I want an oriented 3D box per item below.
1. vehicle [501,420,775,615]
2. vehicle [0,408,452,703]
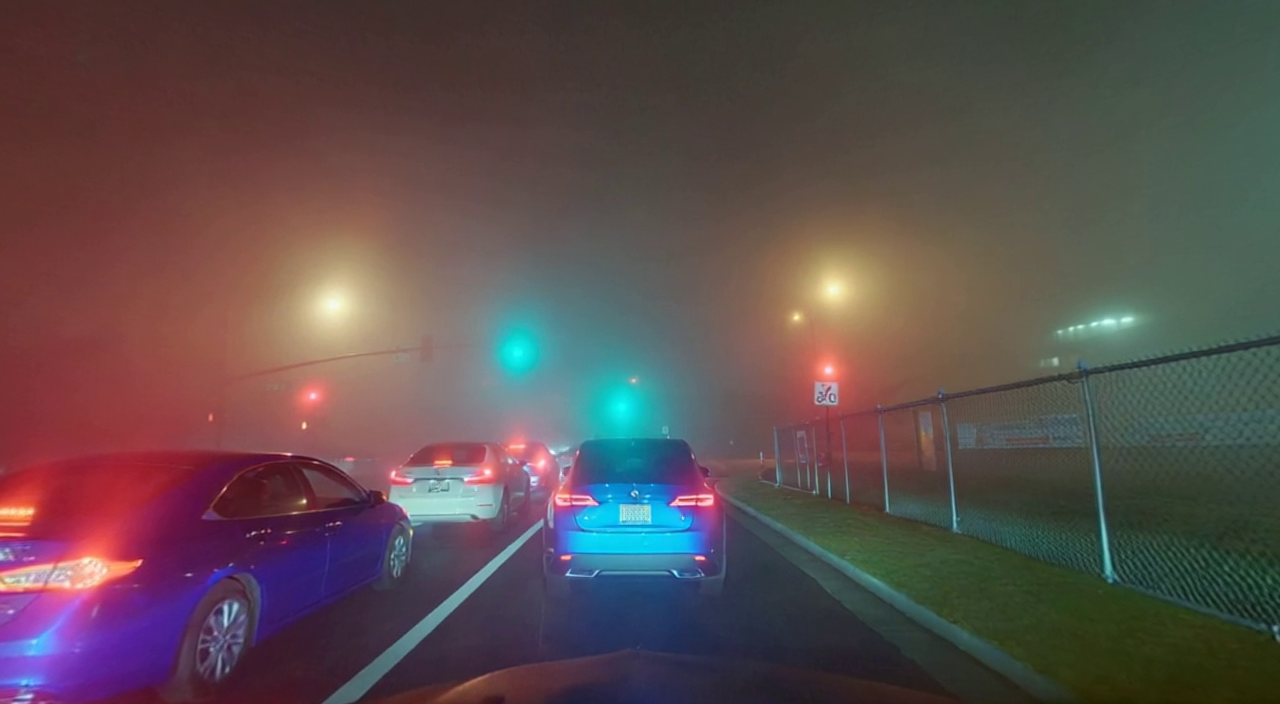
[{"bbox_3d":[-0.013,1.602,7.014,2.144,1.514,4.063,0,-9,0],"label":"vehicle"},{"bbox_3d":[-3.208,1.322,4.879,1.971,1.488,4.581,0,-9,1],"label":"vehicle"}]
